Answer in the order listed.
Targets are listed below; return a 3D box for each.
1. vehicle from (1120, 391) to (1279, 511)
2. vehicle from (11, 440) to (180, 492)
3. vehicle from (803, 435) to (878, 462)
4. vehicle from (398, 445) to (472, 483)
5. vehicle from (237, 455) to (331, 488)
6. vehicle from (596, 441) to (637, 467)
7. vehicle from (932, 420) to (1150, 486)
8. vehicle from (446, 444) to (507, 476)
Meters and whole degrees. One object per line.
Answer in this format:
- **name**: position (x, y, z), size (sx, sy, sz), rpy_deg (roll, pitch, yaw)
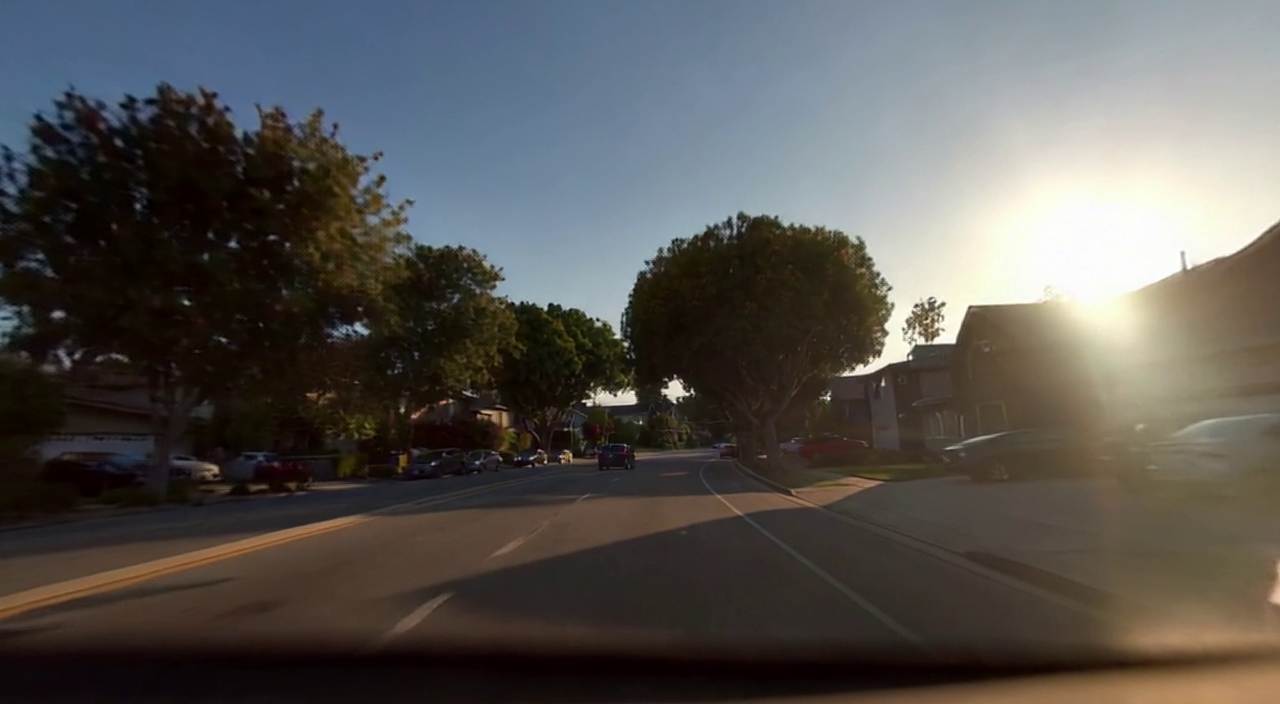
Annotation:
- **vehicle**: position (11.664, 1.526, 10.704), size (5.036, 1.782, 2.098), rpy_deg (-5, -9, 6)
- **vehicle**: position (-20.437, 4.318, 23.860), size (4.628, 1.808, 1.899), rpy_deg (0, -12, 5)
- **vehicle**: position (13.475, 6.510, 42.640), size (4.383, 1.602, 1.920), rpy_deg (-4, -9, 5)
- **vehicle**: position (-12.216, 6.666, 38.078), size (2.157, 1.882, 5.479), rpy_deg (-7, -9, 5)
- **vehicle**: position (-17.289, 5.799, 30.946), size (1.872, 1.396, 4.150), rpy_deg (-1, -8, 6)
- **vehicle**: position (-1.608, 7.258, 45.139), size (2.135, 1.731, 4.232), rpy_deg (-1, -9, 8)
- **vehicle**: position (11.281, 2.889, 18.140), size (4.757, 1.536, 1.938), rpy_deg (-4, -9, 6)
- **vehicle**: position (-11.395, 7.553, 44.567), size (2.114, 1.931, 5.936), rpy_deg (-4, -9, 7)
